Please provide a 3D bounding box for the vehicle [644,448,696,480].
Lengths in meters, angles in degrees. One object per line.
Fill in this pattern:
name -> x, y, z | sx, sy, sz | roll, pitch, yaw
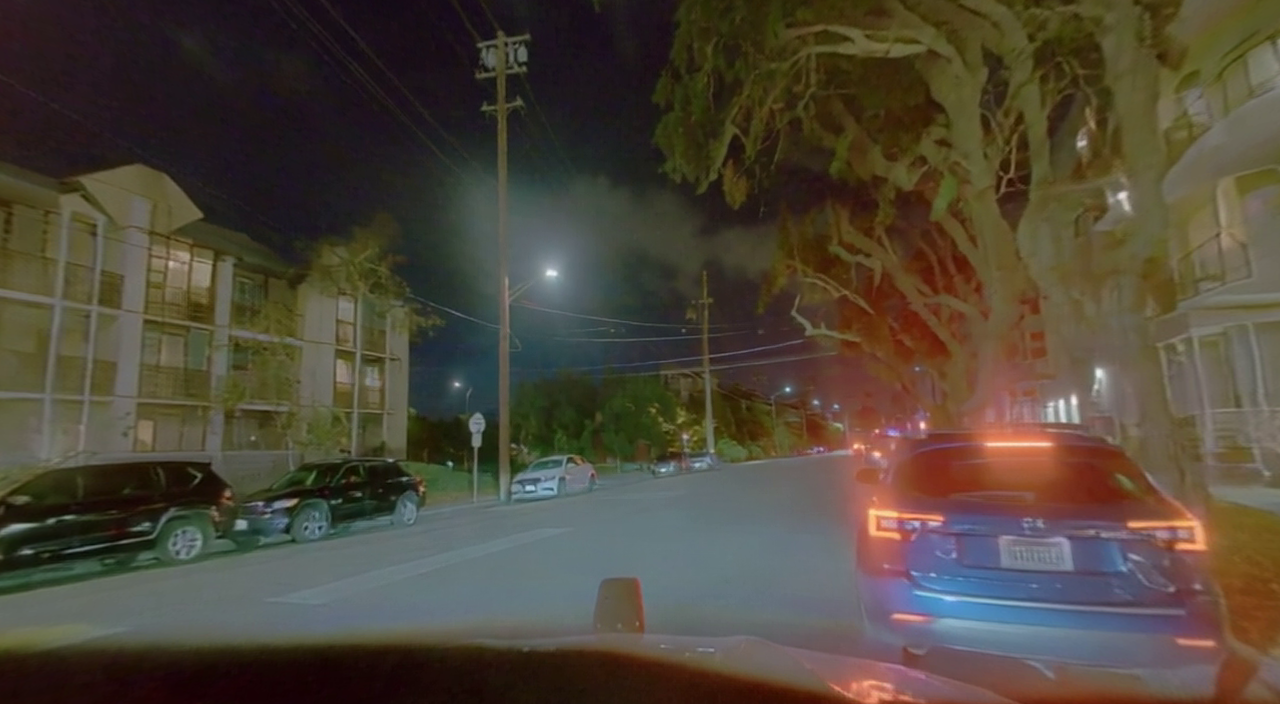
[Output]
vehicle -> 1.955, 6.936, 39.551 | 2.011, 1.801, 4.676 | -3, -9, 19

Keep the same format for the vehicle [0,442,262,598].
vehicle -> -8.342, 2.346, 8.972 | 1.973, 1.848, 5.100 | -10, -11, 15

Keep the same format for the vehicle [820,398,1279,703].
vehicle -> 2.648, 1.312, 4.947 | 2.030, 1.535, 4.683 | -3, -9, 19

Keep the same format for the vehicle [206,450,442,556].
vehicle -> -6.646, 3.169, 13.956 | 2.068, 1.745, 4.579 | -10, -11, 15

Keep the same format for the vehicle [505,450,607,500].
vehicle -> -3.221, 4.925, 25.112 | 2.017, 1.582, 4.664 | -10, -14, 18
